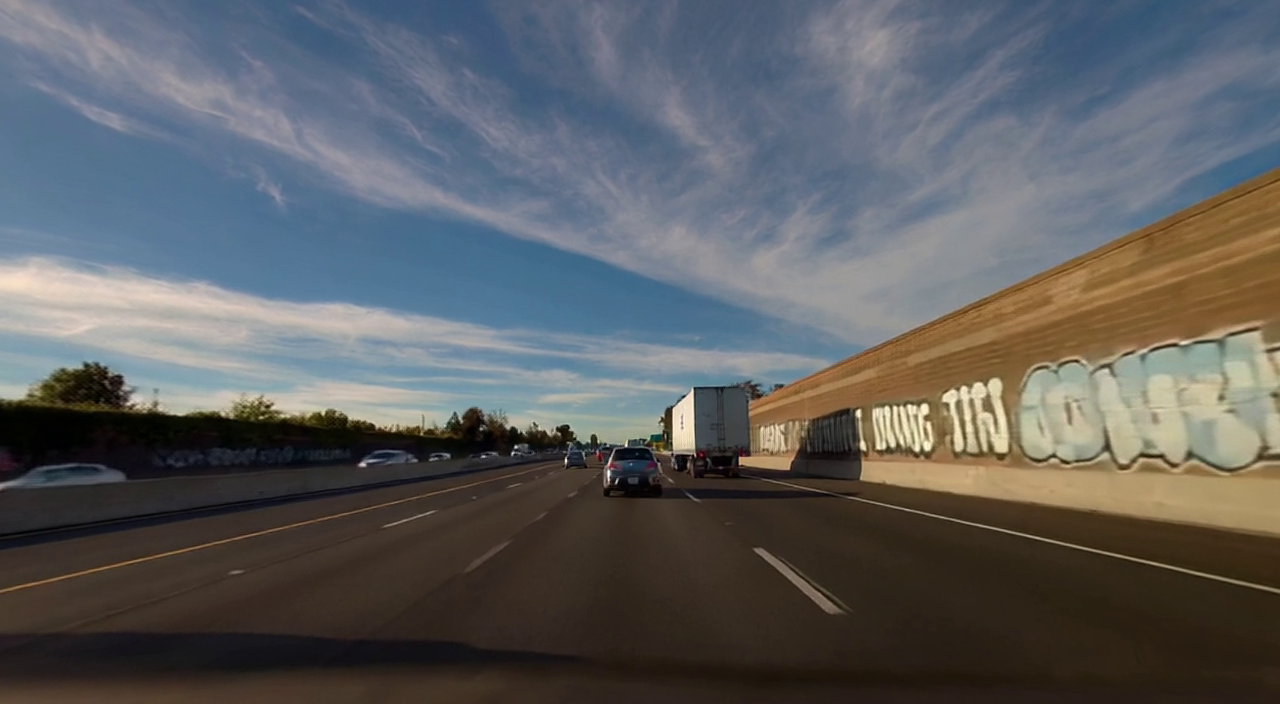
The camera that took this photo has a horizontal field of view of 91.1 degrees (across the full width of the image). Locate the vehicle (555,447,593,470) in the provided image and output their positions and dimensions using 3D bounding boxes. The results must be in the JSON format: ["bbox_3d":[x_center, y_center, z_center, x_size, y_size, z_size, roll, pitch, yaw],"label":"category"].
[{"bbox_3d":[-4.395,7.196,42.713,2.067,1.481,4.085,-1,-9,1],"label":"vehicle"}]

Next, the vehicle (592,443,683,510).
[{"bbox_3d":[-0.096,3.111,16.248,2.033,1.468,4.015,0,-9,-1],"label":"vehicle"}]

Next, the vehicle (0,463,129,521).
[{"bbox_3d":[-18.043,4.124,18.809,1.738,1.426,4.342,-1,-9,2],"label":"vehicle"}]

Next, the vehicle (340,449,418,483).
[{"bbox_3d":[-12.656,5.532,30.860,1.927,1.477,4.508,0,-9,0],"label":"vehicle"}]

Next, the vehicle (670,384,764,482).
[{"bbox_3d":[3.544,4.437,33.365,2.902,4.014,14.446,0,-9,-1],"label":"vehicle"}]
